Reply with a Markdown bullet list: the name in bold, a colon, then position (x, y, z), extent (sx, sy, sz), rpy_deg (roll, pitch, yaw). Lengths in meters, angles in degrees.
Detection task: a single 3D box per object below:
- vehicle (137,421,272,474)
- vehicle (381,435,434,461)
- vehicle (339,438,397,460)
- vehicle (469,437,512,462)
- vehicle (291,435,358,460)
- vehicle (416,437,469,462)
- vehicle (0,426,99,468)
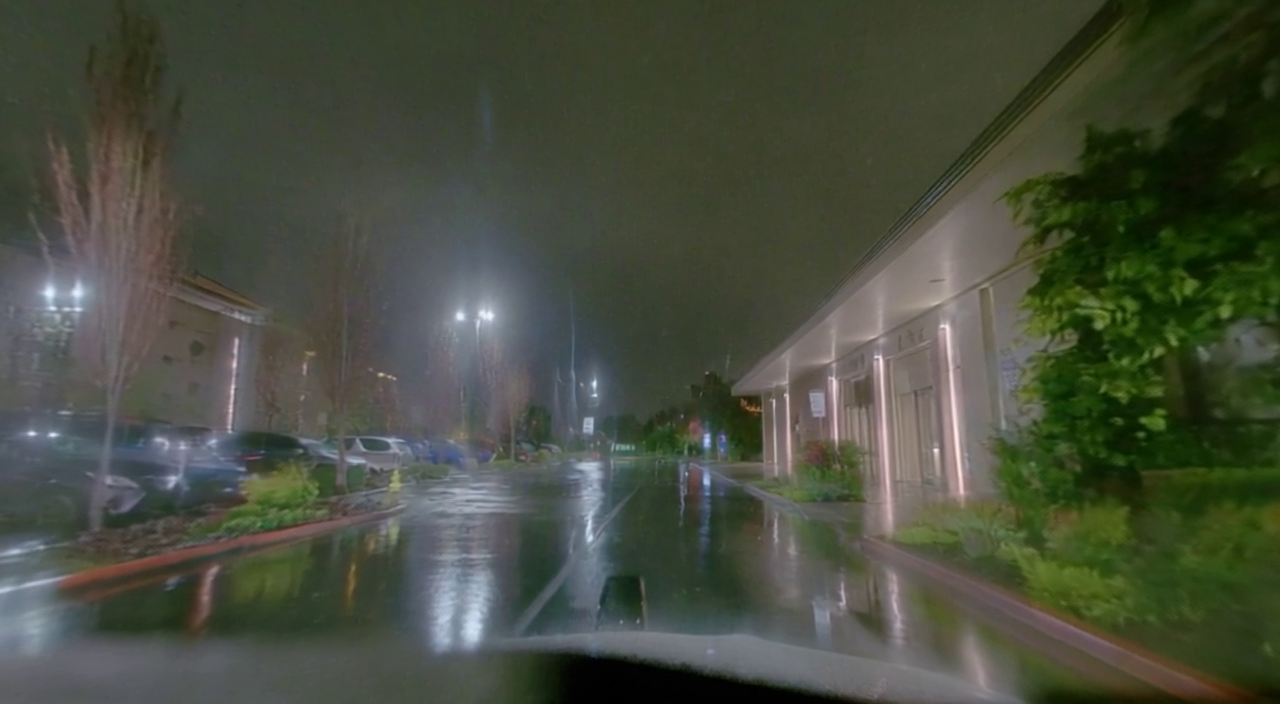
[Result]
- **vehicle**: position (-17.380, 3.858, 25.563), extent (1.972, 1.923, 4.535), rpy_deg (0, -8, 4)
- **vehicle**: position (-16.062, 6.669, 43.809), extent (1.902, 1.645, 3.903), rpy_deg (0, -9, 5)
- **vehicle**: position (-18.846, 6.744, 43.949), extent (1.909, 1.474, 3.908), rpy_deg (-1, -8, 6)
- **vehicle**: position (-10.383, 6.804, 44.224), extent (1.892, 1.597, 4.259), rpy_deg (0, -8, 1)
- **vehicle**: position (-21.851, 6.634, 43.954), extent (1.773, 1.498, 4.085), rpy_deg (2, -8, 16)
- **vehicle**: position (-13.545, 6.698, 43.608), extent (1.928, 1.613, 4.197), rpy_deg (-1, -8, 6)
- **vehicle**: position (-25.246, 3.887, 25.934), extent (1.876, 1.591, 4.470), rpy_deg (0, -8, 4)
